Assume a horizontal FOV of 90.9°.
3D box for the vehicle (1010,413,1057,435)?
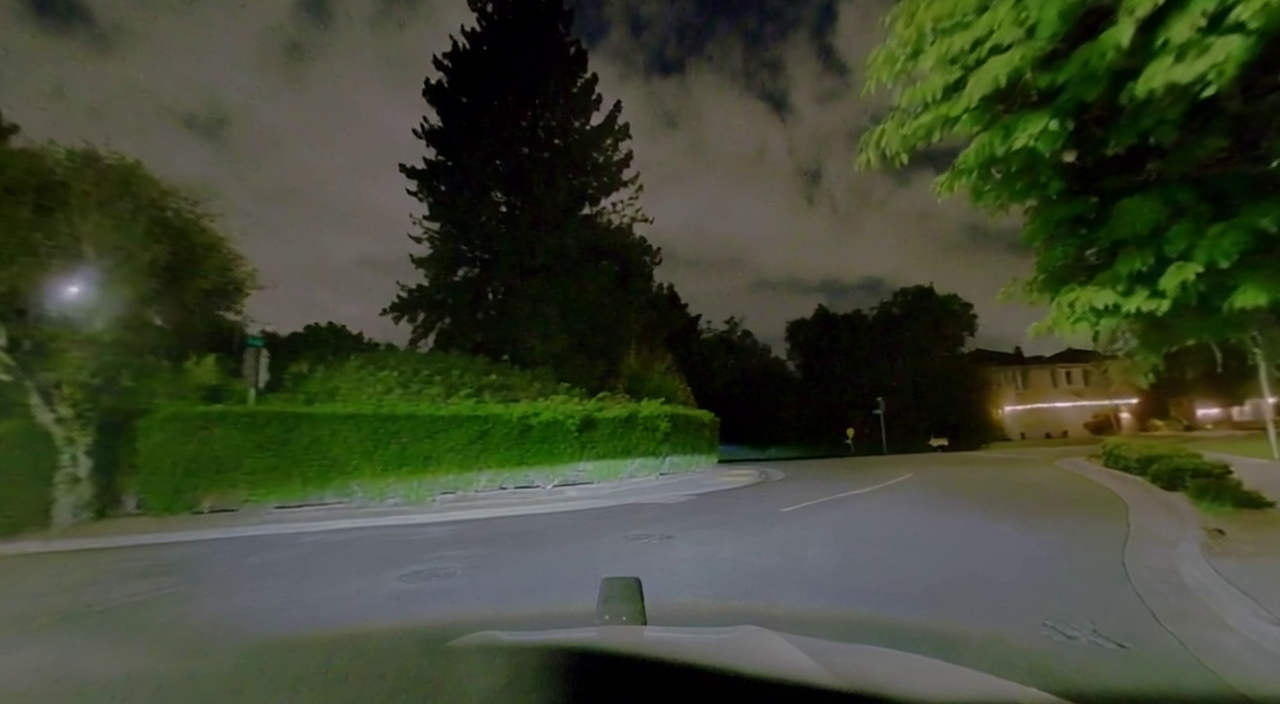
[{"bbox_3d":[28.102,5.159,45.127,1.802,1.548,3.501,-2,-7,15],"label":"vehicle"}]
